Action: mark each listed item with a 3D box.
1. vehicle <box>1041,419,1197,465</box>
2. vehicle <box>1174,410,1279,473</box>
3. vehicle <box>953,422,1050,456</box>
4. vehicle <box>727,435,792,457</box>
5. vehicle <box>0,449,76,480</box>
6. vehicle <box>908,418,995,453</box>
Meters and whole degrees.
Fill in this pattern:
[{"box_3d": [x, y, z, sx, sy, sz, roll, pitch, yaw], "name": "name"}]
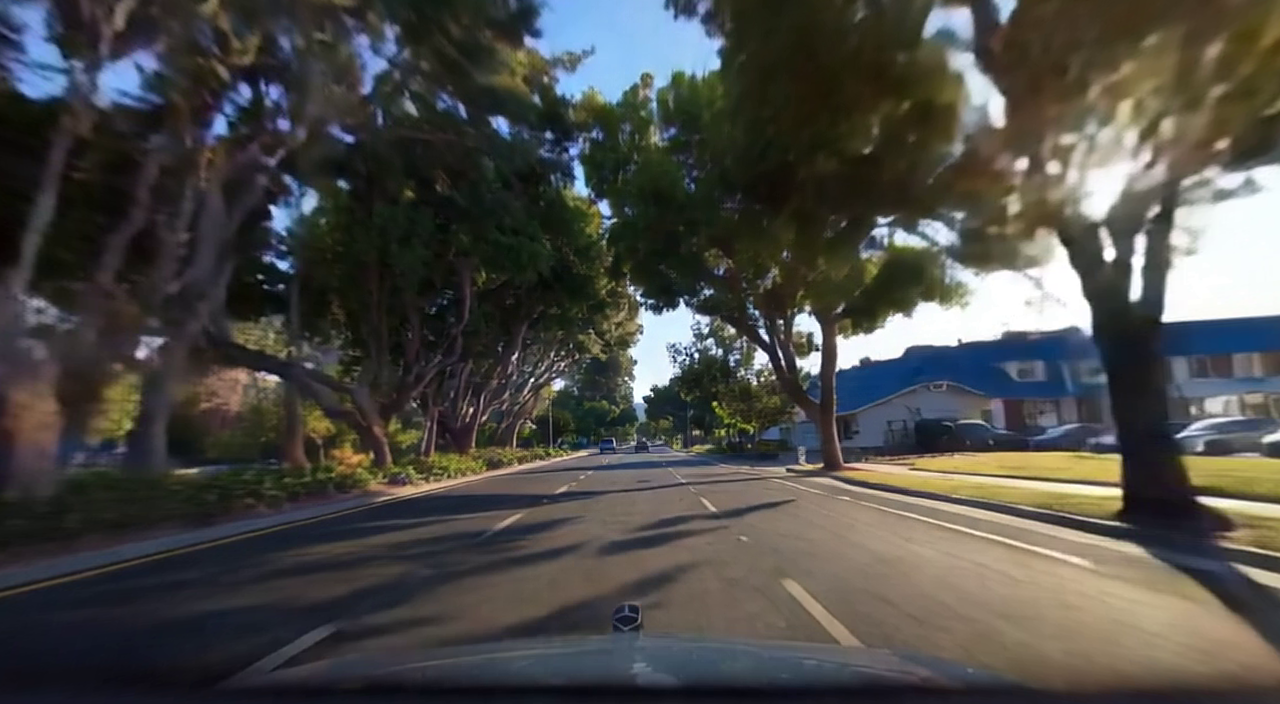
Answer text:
[{"box_3d": [16.956, 3.237, 22.701, 1.804, 1.468, 4.699, 0, -8, -2], "name": "vehicle"}, {"box_3d": [16.598, 2.277, 16.087, 1.968, 1.511, 4.497, 0, -8, 1], "name": "vehicle"}, {"box_3d": [17.028, 4.177, 30.011, 1.825, 1.458, 4.689, 0, -8, 0], "name": "vehicle"}, {"box_3d": [8.725, 6.933, 46.435, 4.575, 1.514, 1.932, -1, -8, 7], "name": "vehicle"}, {"box_3d": [-37.625, 6.817, 38.520, 1.900, 1.685, 4.572, 0, -8, 1], "name": "vehicle"}, {"box_3d": [17.472, 4.765, 35.762, 2.094, 1.813, 5.789, -1, -8, 1], "name": "vehicle"}]
